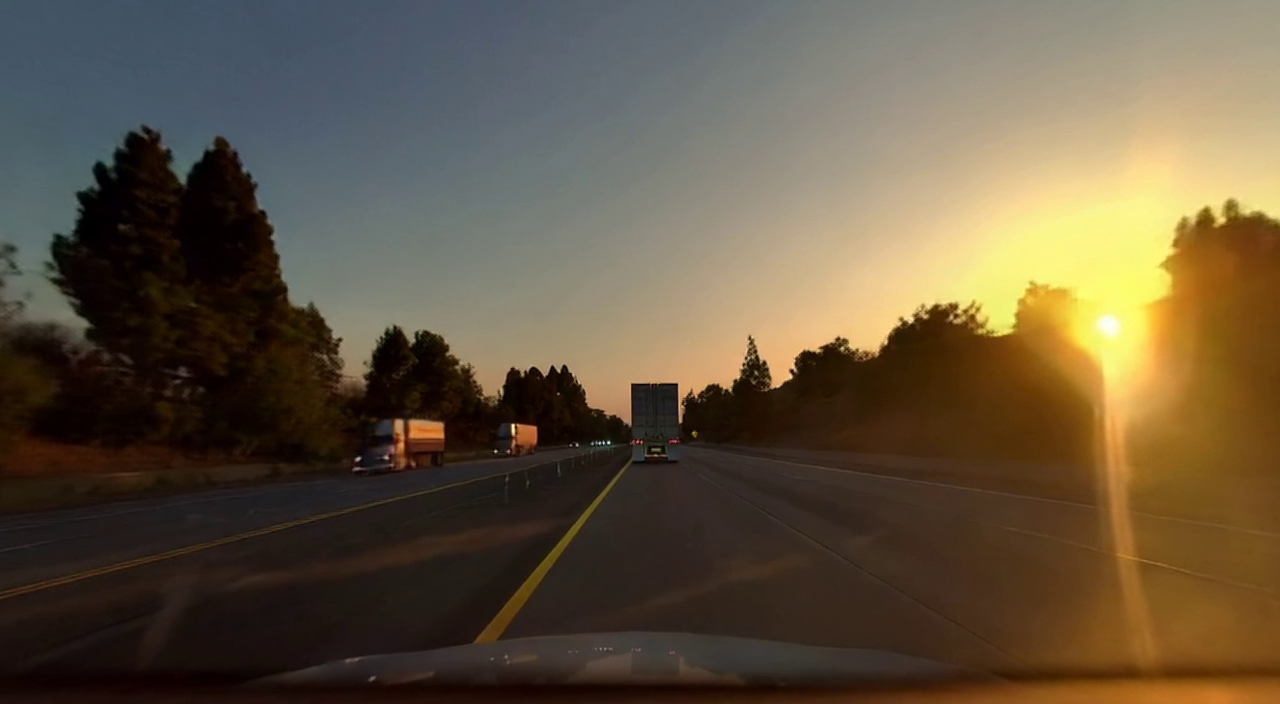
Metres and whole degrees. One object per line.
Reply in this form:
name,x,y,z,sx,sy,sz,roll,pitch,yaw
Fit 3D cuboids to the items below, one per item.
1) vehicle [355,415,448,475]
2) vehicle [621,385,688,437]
vehicle,-14.853,5.874,39.917,2.777,3.361,7.671,0,-8,1
vehicle,0.539,2.533,26.059,2.509,1.890,4.732,0,-8,0
